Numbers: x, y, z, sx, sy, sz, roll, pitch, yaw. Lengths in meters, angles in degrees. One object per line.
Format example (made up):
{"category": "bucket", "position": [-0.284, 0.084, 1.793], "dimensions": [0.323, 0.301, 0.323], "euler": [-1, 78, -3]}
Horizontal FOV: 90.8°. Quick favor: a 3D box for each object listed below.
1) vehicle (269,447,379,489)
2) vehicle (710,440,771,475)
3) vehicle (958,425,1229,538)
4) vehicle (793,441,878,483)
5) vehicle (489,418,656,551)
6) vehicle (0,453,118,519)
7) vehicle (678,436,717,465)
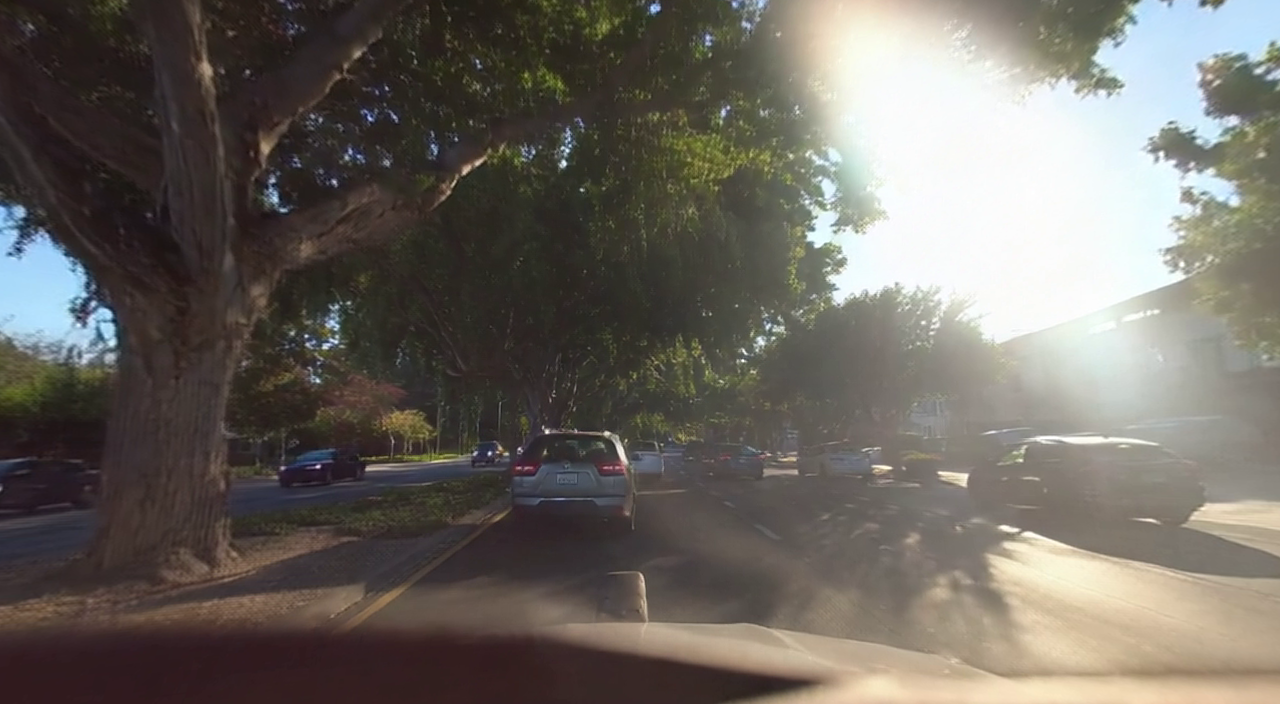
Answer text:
{"category": "vehicle", "position": [-12.192, 4.486, 24.745], "dimensions": [1.981, 1.463, 4.395], "euler": [0, -8, 1]}
{"category": "vehicle", "position": [4.524, 4.822, 29.061], "dimensions": [2.175, 1.477, 4.520], "euler": [0, -8, 2]}
{"category": "vehicle", "position": [8.077, 2.307, 11.944], "dimensions": [2.168, 1.709, 4.289], "euler": [-1, -8, 5]}
{"category": "vehicle", "position": [7.468, 4.237, 24.646], "dimensions": [1.977, 1.485, 4.308], "euler": [0, -8, 1]}
{"category": "vehicle", "position": [-1.022, 1.955, 9.951], "dimensions": [2.106, 1.655, 3.717], "euler": [1, -8, -6]}
{"category": "vehicle", "position": [-15.808, 3.275, 15.610], "dimensions": [1.900, 1.467, 4.609], "euler": [0, -8, 0]}
{"category": "vehicle", "position": [3.791, 6.610, 42.533], "dimensions": [2.114, 1.846, 4.659], "euler": [0, -8, -1]}
